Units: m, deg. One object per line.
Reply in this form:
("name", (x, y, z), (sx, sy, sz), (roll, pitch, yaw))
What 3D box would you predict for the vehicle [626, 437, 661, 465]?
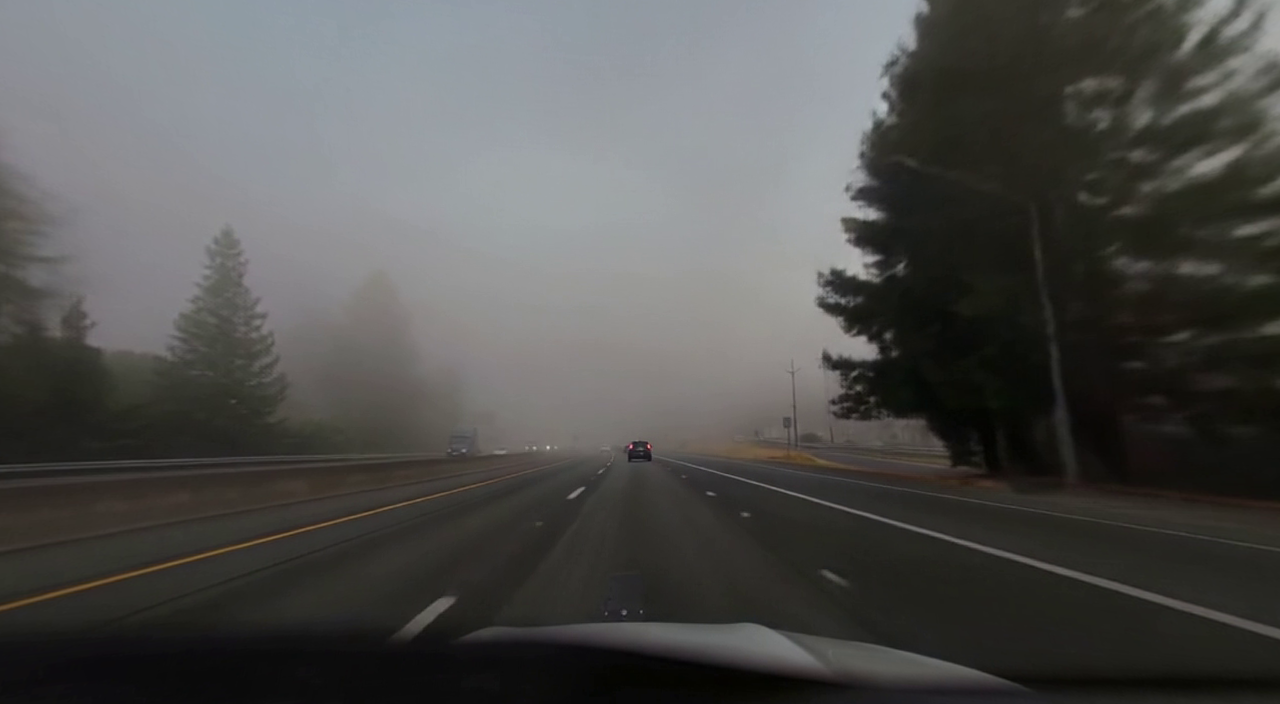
("vehicle", (0.151, 6.293, 39.935), (2.029, 1.666, 4.064), (0, -8, -2))
